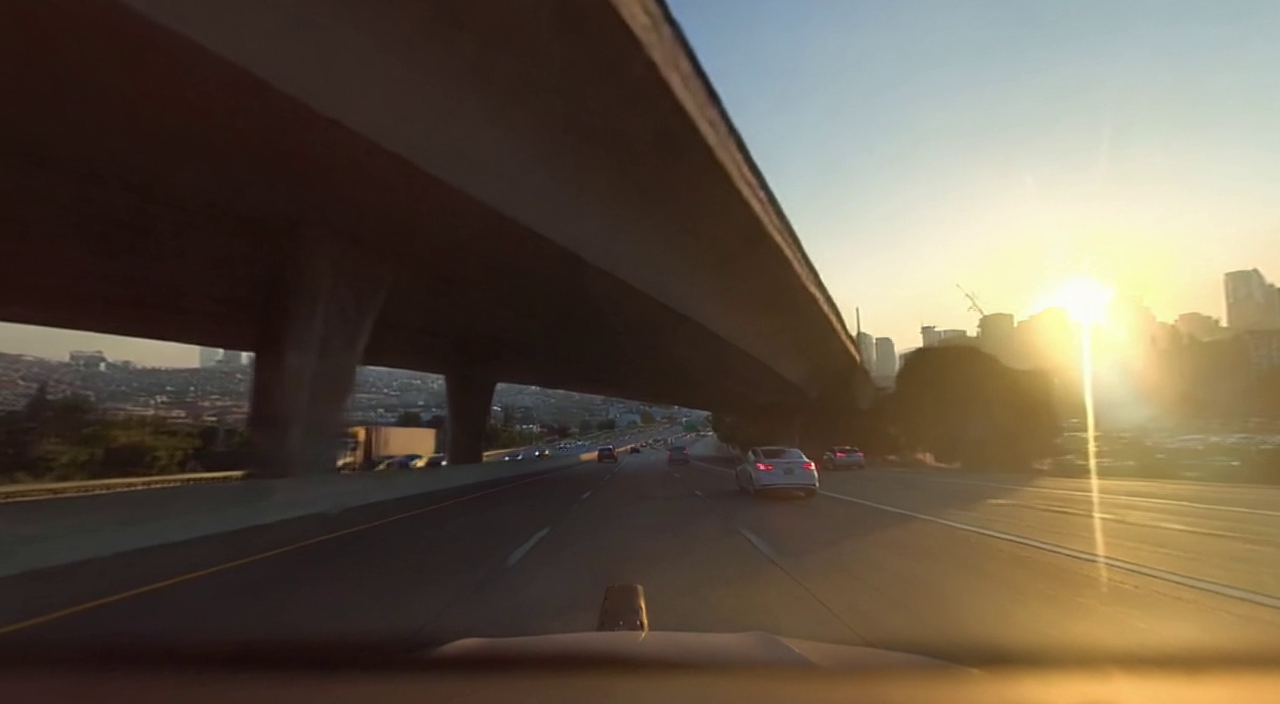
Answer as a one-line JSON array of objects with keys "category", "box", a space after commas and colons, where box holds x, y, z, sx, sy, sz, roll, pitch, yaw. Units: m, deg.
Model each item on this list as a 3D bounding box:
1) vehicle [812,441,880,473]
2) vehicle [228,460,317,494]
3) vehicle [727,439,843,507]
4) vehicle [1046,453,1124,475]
[{"category": "vehicle", "box": [10.754, 5.505, 33.297, 2.019, 1.529, 4.385, 0, -9, -1]}, {"category": "vehicle", "box": [-17.960, 6.104, 31.131, 1.774, 1.448, 4.340, 0, -9, 0]}, {"category": "vehicle", "box": [3.572, 3.057, 16.403, 1.961, 1.504, 4.094, 0, -9, -1]}, {"category": "vehicle", "box": [34.184, 8.602, 48.682, 1.968, 1.610, 4.771, 2, -9, -12]}]
